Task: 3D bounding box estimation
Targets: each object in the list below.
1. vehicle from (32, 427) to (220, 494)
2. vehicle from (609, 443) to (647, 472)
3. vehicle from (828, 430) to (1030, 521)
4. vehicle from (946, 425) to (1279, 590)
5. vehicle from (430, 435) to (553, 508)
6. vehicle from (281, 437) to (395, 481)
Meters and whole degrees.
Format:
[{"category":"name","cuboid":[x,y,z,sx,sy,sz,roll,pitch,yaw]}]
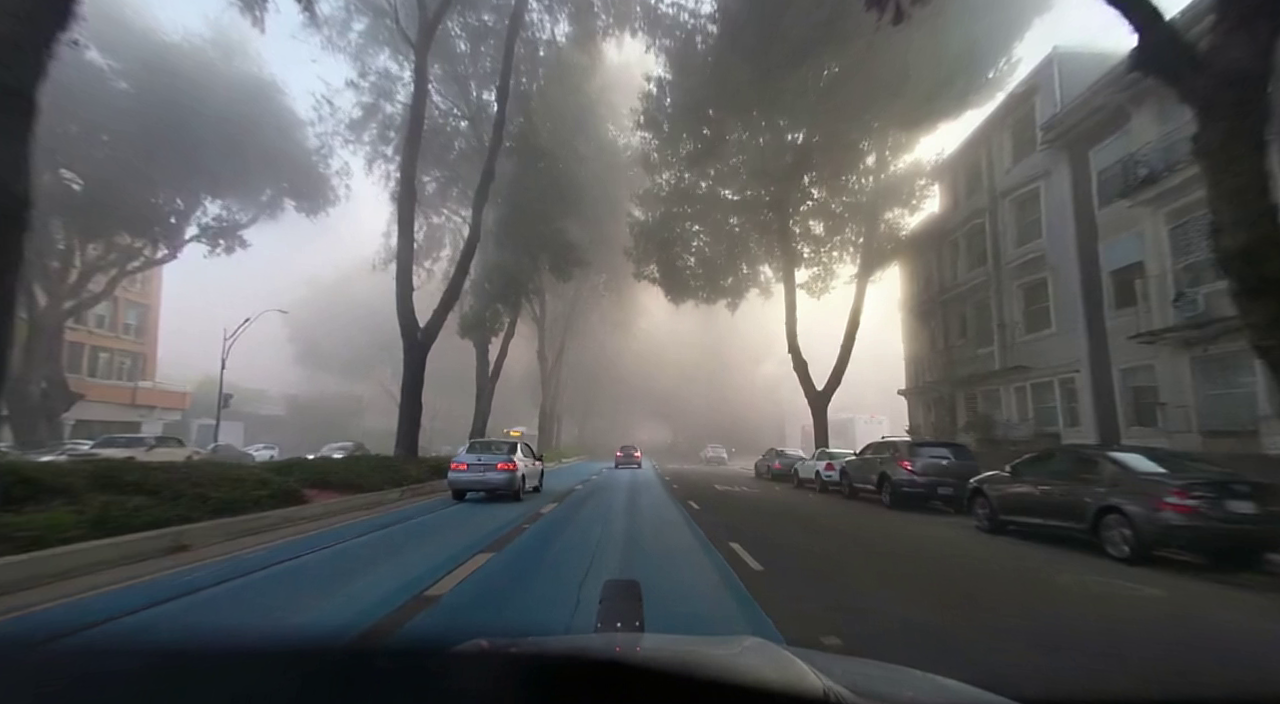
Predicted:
[{"category":"vehicle","cuboid":[-15.149,3.211,19.033,1.928,1.744,4.405,0,-8,-1]},{"category":"vehicle","cuboid":[-0.645,5.822,35.190,1.999,1.520,3.896,0,-8,0]},{"category":"vehicle","cuboid":[6.505,2.826,15.133,2.375,1.786,5.078,0,-8,-1]},{"category":"vehicle","cuboid":[6.519,1.924,8.810,2.101,1.655,4.592,0,-8,-1]},{"category":"vehicle","cuboid":[-3.459,2.869,15.660,1.934,1.522,4.287,0,-8,1]},{"category":"vehicle","cuboid":[-11.706,4.167,24.960,1.972,1.533,5.024,0,-8,0]}]
